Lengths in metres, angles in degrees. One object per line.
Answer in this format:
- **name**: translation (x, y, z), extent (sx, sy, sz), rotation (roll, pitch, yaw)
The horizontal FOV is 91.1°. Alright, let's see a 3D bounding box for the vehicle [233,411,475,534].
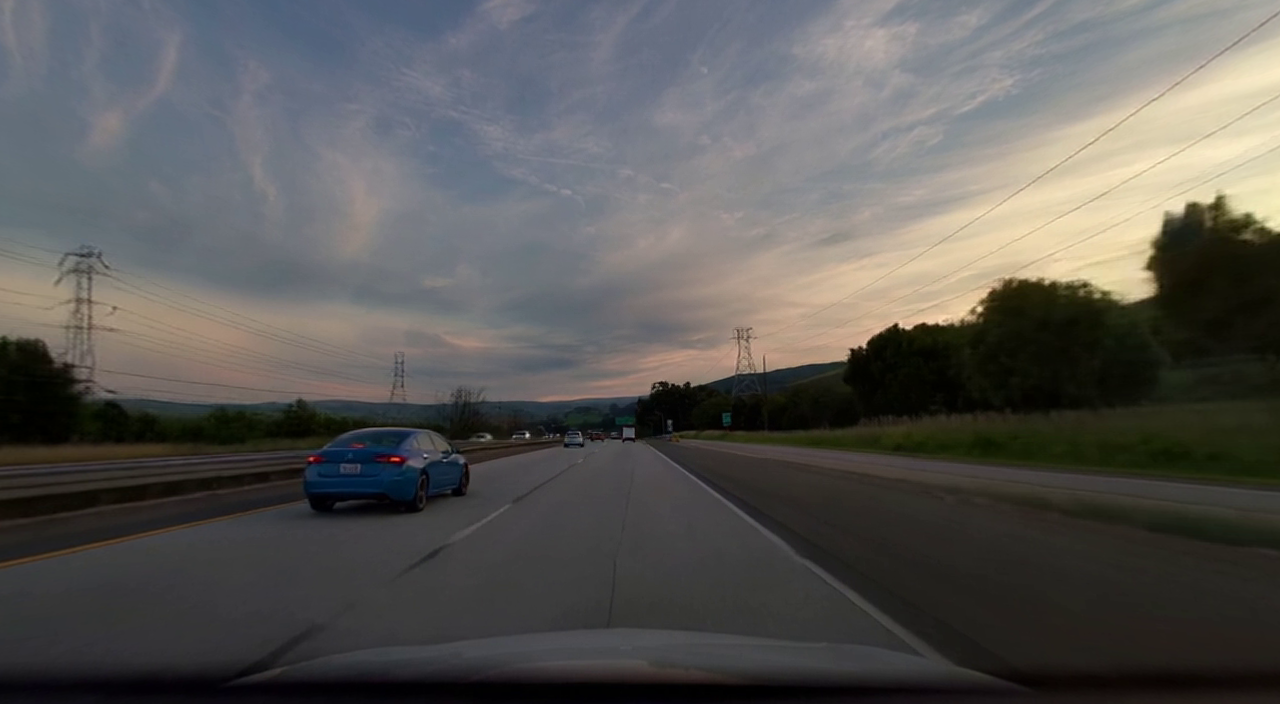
- **vehicle**: translation (-4.277, 1.854, 10.348), extent (2.023, 1.580, 4.259), rotation (0, -8, -1)

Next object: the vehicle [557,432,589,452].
- **vehicle**: translation (-5.244, 7.094, 49.755), extent (2.080, 1.478, 4.347), rotation (0, -8, 0)
